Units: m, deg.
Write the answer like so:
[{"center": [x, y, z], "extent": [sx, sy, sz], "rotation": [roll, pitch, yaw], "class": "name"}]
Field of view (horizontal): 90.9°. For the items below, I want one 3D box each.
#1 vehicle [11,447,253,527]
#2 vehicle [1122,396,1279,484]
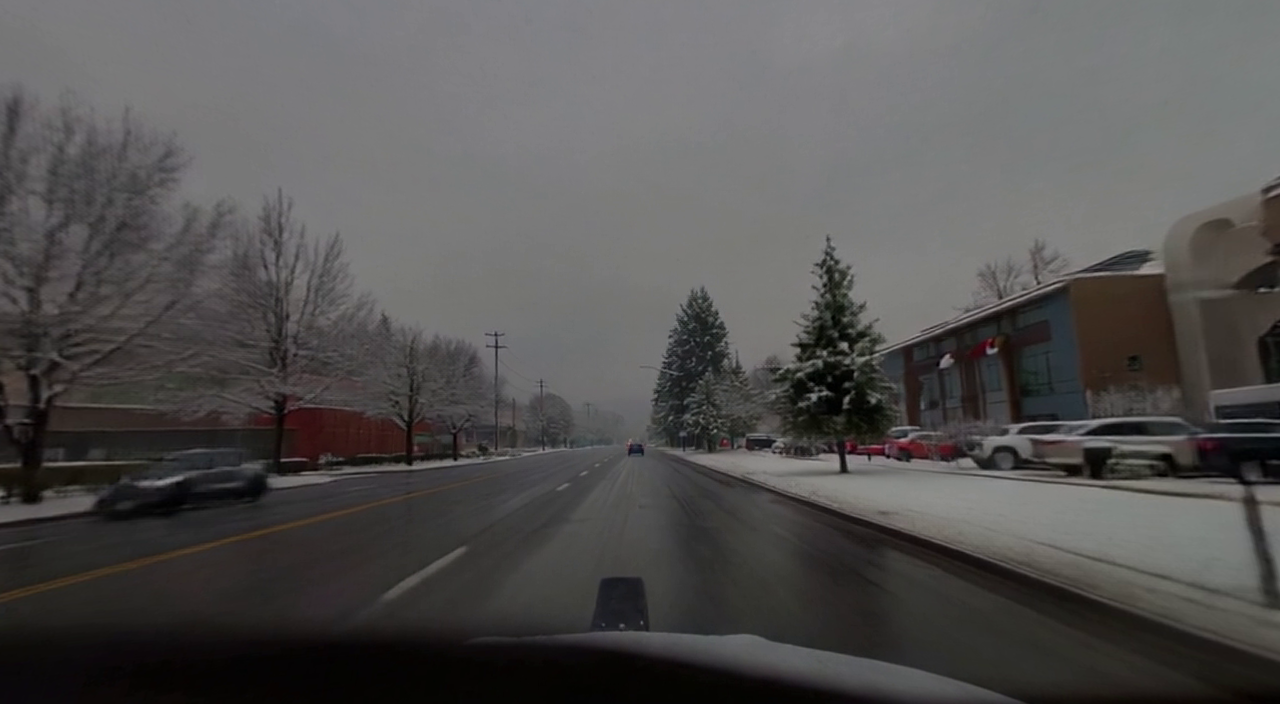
[{"center": [-11.949, 3.147, 15.398], "extent": [2.096, 1.509, 4.666], "rotation": [-2, -8, -1], "class": "vehicle"}, {"center": [13.748, 1.945, 13.954], "extent": [4.482, 1.779, 2.004], "rotation": [0, -8, -3], "class": "vehicle"}]
